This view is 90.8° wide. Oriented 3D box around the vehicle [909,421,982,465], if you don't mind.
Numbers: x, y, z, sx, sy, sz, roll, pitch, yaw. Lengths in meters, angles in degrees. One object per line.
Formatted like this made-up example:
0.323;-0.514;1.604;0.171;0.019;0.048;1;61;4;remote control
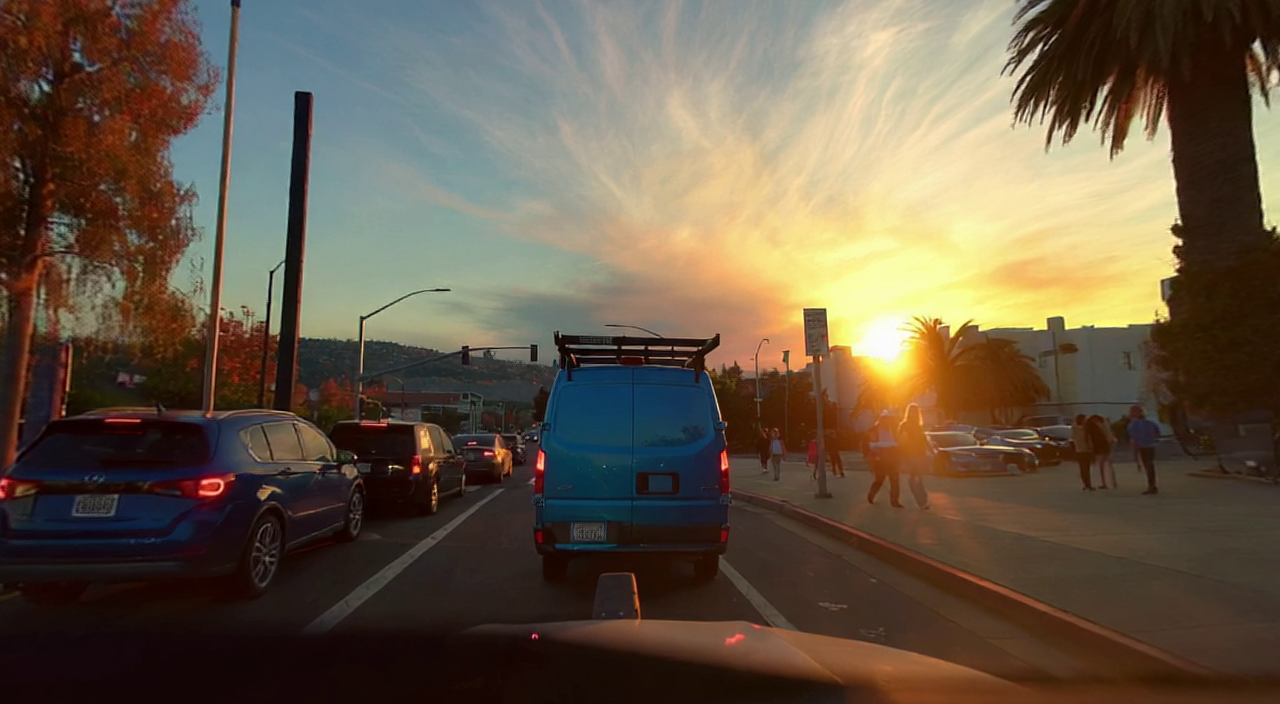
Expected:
12.652;3.764;26.053;2.046;1.675;3.924;-6;-10;33;vehicle

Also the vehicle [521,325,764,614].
-0.197;1.222;7.175;1.902;2.238;4.263;1;-9;-6;vehicle

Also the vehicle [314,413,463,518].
-5.208;2.412;13.899;2.089;1.854;5.022;2;-9;-11;vehicle

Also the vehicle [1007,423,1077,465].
15.790;3.621;24.728;2.048;1.475;3.972;-6;-10;34;vehicle

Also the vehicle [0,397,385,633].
-4.397;1.469;6.669;1.986;1.643;4.315;1;-9;-6;vehicle

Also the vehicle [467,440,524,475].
-6.833;4.892;29.576;1.818;1.479;4.428;4;-9;-22;vehicle
